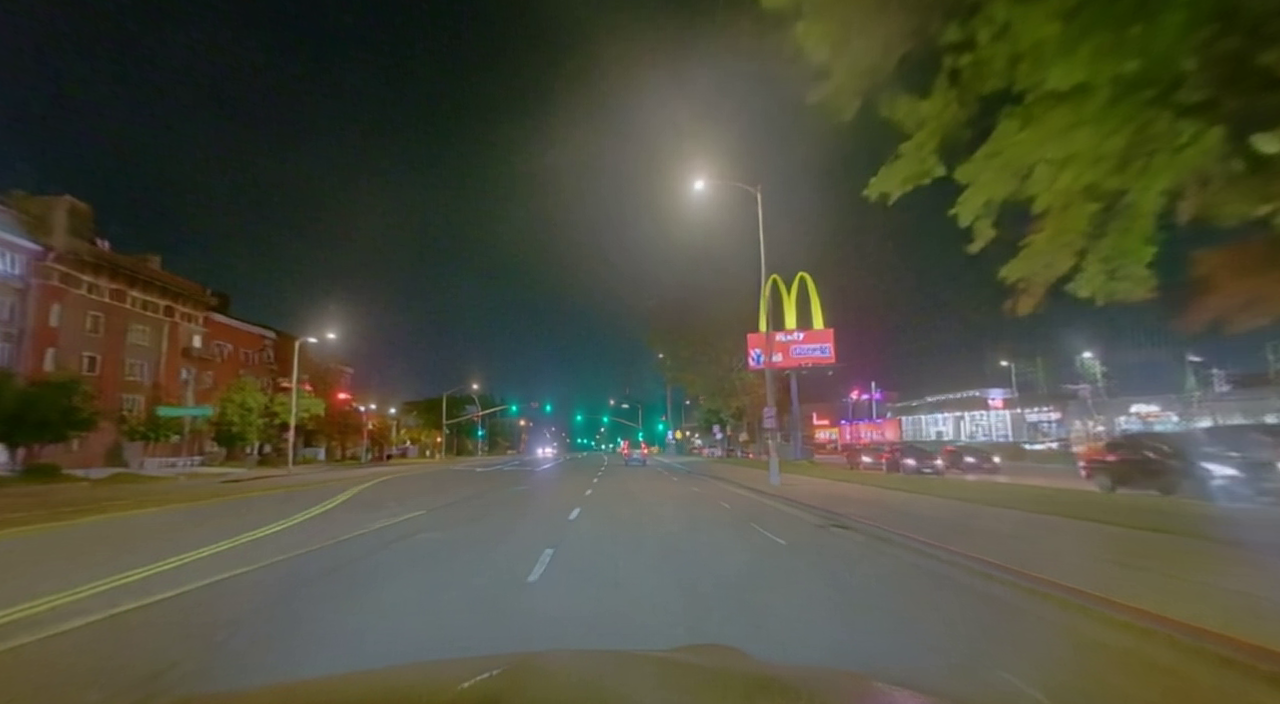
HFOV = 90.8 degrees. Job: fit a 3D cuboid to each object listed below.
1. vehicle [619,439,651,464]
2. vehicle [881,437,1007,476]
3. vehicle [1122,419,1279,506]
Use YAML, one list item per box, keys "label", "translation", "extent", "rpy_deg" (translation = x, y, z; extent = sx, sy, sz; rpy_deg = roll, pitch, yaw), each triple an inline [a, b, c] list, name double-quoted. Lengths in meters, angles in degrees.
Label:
- label: "vehicle"
  translation: [-0.391, 7.136, 45.512]
  extent: [2.230, 1.683, 4.204]
  rpy_deg: [0, -8, -2]
- label: "vehicle"
  translation: [12.995, 4.470, 27.221]
  extent: [4.395, 1.497, 1.975]
  rpy_deg: [1, -7, 0]
- label: "vehicle"
  translation: [13.442, 2.272, 13.264]
  extent: [4.769, 1.636, 2.281]
  rpy_deg: [0, -8, -2]
